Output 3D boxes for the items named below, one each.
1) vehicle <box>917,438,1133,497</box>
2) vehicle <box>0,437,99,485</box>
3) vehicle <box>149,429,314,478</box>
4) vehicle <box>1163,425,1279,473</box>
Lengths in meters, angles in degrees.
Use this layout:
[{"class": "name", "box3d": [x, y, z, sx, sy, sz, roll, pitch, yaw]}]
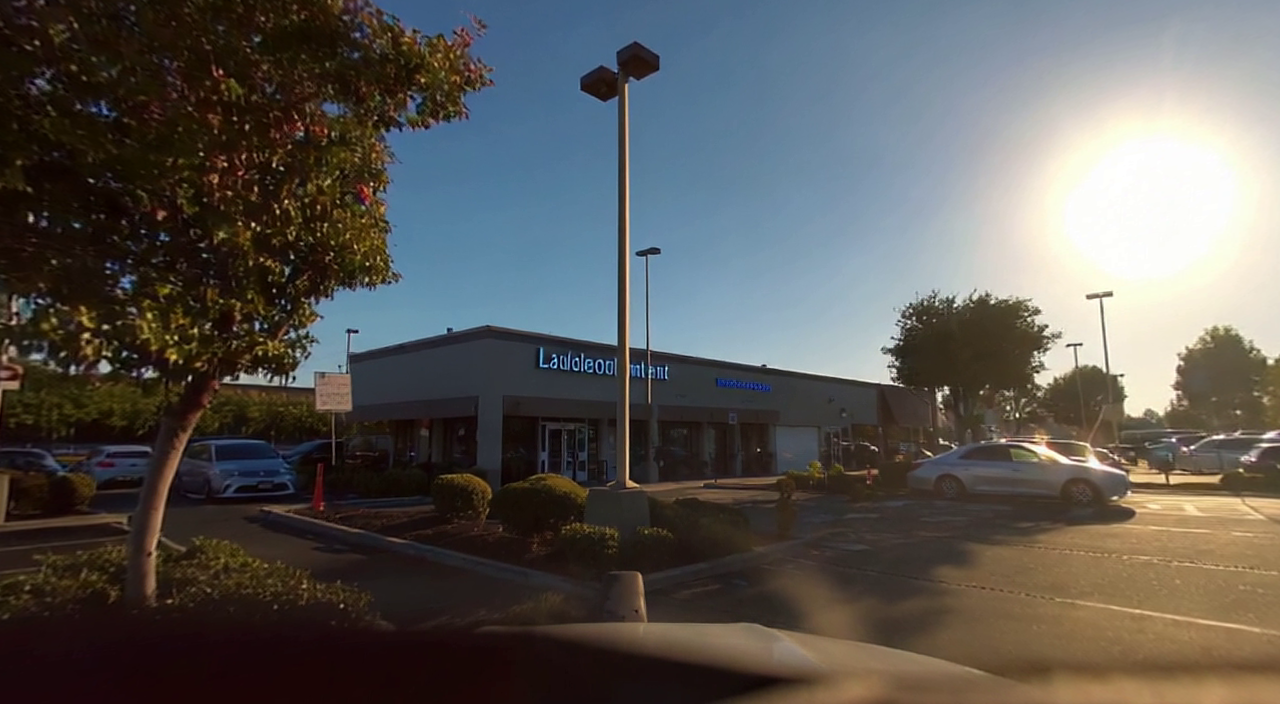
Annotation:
[{"class": "vehicle", "box3d": [10.671, 3.175, 17.792, 4.772, 1.441, 1.976, -8, -12, 43]}, {"class": "vehicle", "box3d": [-19.421, 3.329, 19.335, 1.790, 1.396, 4.000, -8, -11, 40]}, {"class": "vehicle", "box3d": [-15.210, 3.781, 23.749, 1.921, 1.632, 4.752, -8, -11, 42]}, {"class": "vehicle", "box3d": [23.439, 3.706, 24.218, 4.939, 1.664, 2.055, -10, -10, 42]}]
